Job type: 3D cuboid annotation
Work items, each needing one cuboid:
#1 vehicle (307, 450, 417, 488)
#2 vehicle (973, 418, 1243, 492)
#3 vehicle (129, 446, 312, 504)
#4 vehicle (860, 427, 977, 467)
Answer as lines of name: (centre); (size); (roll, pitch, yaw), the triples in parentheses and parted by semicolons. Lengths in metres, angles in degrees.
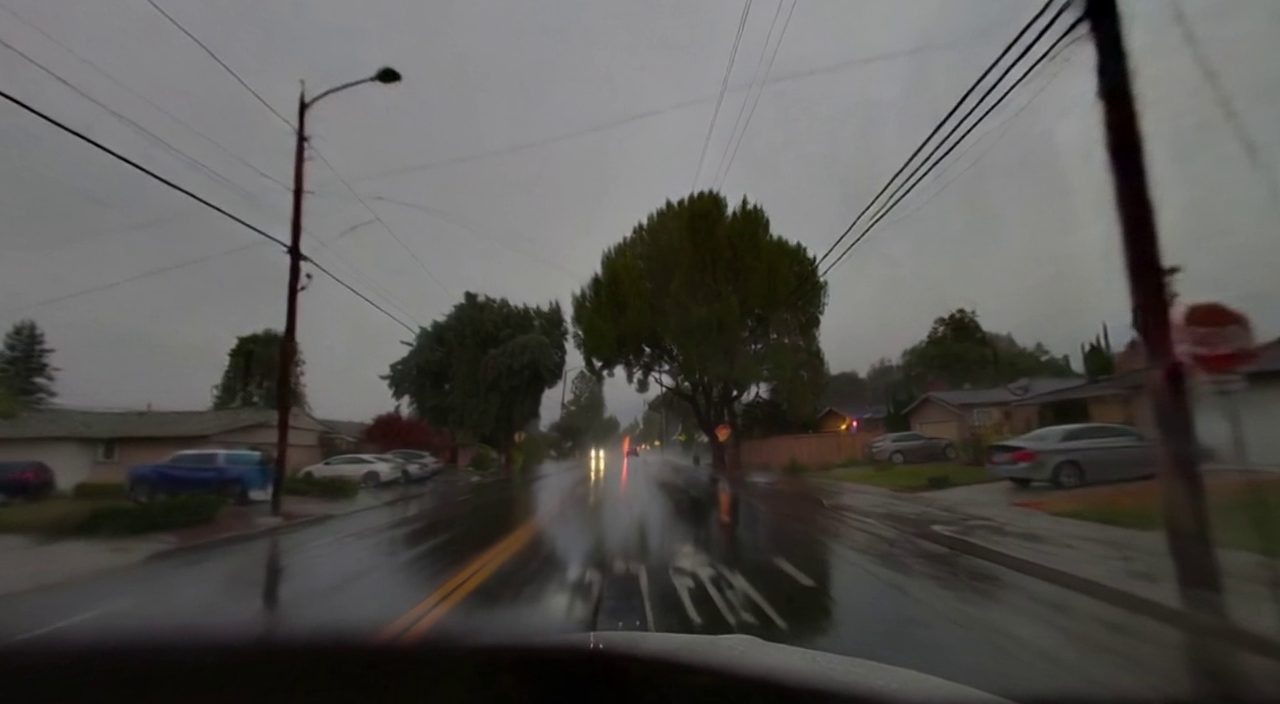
vehicle: (-12.324, 5.193, 28.206); (3.927, 1.560, 2.049); (0, -8, 0)
vehicle: (10.732, 2.355, 14.700); (4.908, 1.537, 2.065); (1, -8, -9)
vehicle: (-12.918, 3.790, 19.734); (4.207, 1.648, 1.956); (1, -8, -6)
vehicle: (13.122, 4.474, 29.886); (4.653, 1.775, 1.906); (1, -9, -10)
